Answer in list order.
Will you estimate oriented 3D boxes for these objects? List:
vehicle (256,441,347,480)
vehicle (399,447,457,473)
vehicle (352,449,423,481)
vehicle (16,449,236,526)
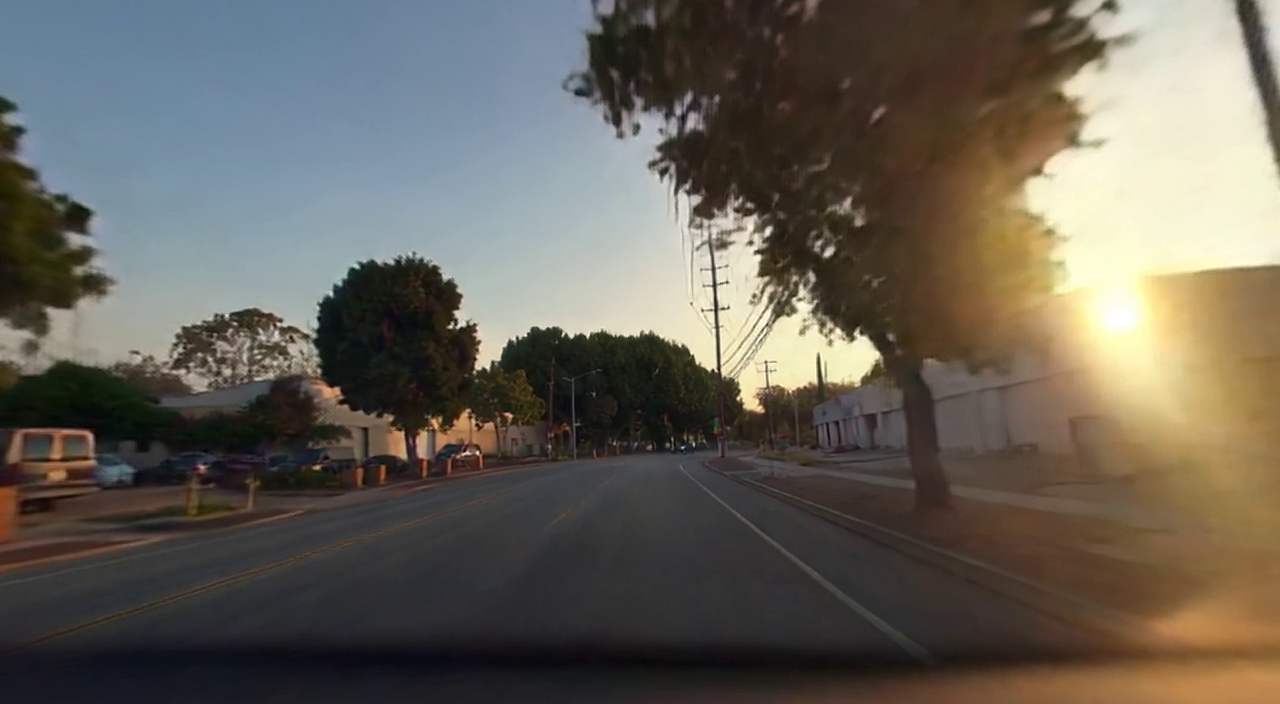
[{"bbox_3d":[-19.366,6.196,36.427,2.099,2.038,5.624,0,-9,0],"label":"vehicle"},{"bbox_3d":[-13.766,6.997,41.194,2.070,1.577,4.652,0,-8,1],"label":"vehicle"},{"bbox_3d":[-14.144,6.331,35.644,2.122,1.440,4.601,-4,-8,0],"label":"vehicle"},{"bbox_3d":[-14.404,3.751,18.224,2.053,1.772,5.189,-3,-9,0],"label":"vehicle"}]
